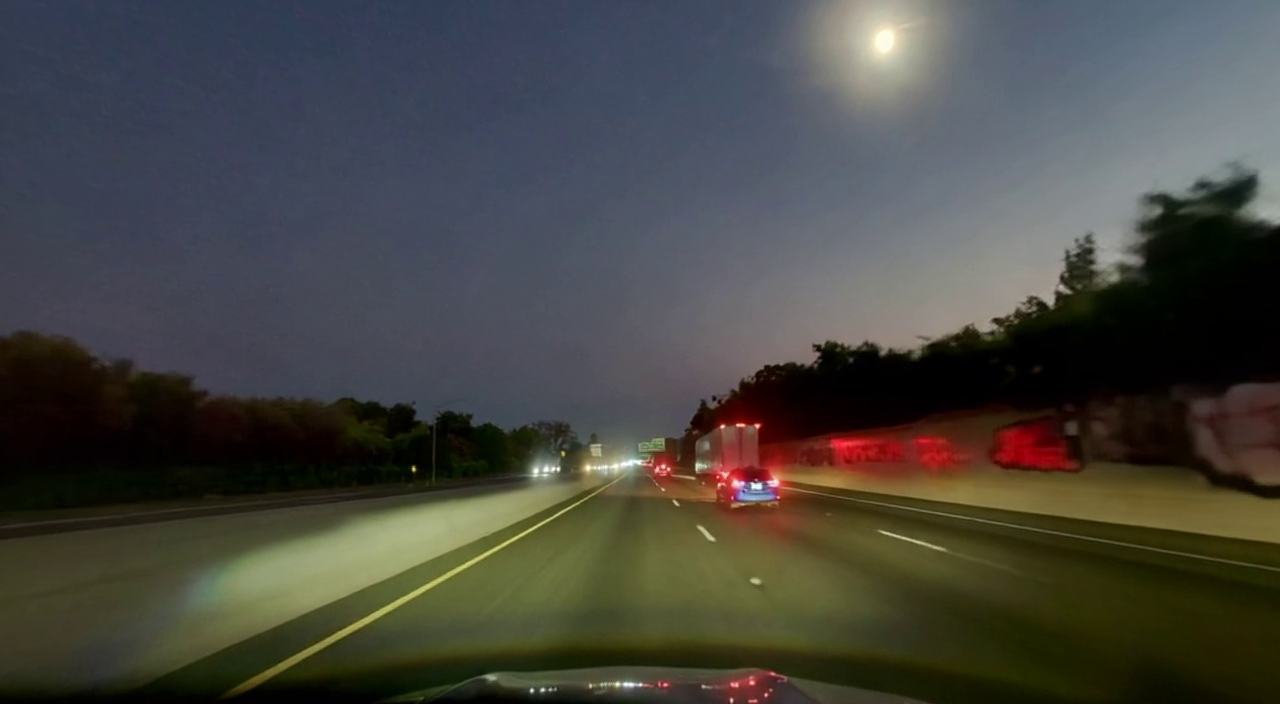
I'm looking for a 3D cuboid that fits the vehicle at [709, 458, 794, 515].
[{"bbox_3d":[3.389,4.176,19.880,2.011,1.574,3.512,1,-10,0],"label":"vehicle"}]
